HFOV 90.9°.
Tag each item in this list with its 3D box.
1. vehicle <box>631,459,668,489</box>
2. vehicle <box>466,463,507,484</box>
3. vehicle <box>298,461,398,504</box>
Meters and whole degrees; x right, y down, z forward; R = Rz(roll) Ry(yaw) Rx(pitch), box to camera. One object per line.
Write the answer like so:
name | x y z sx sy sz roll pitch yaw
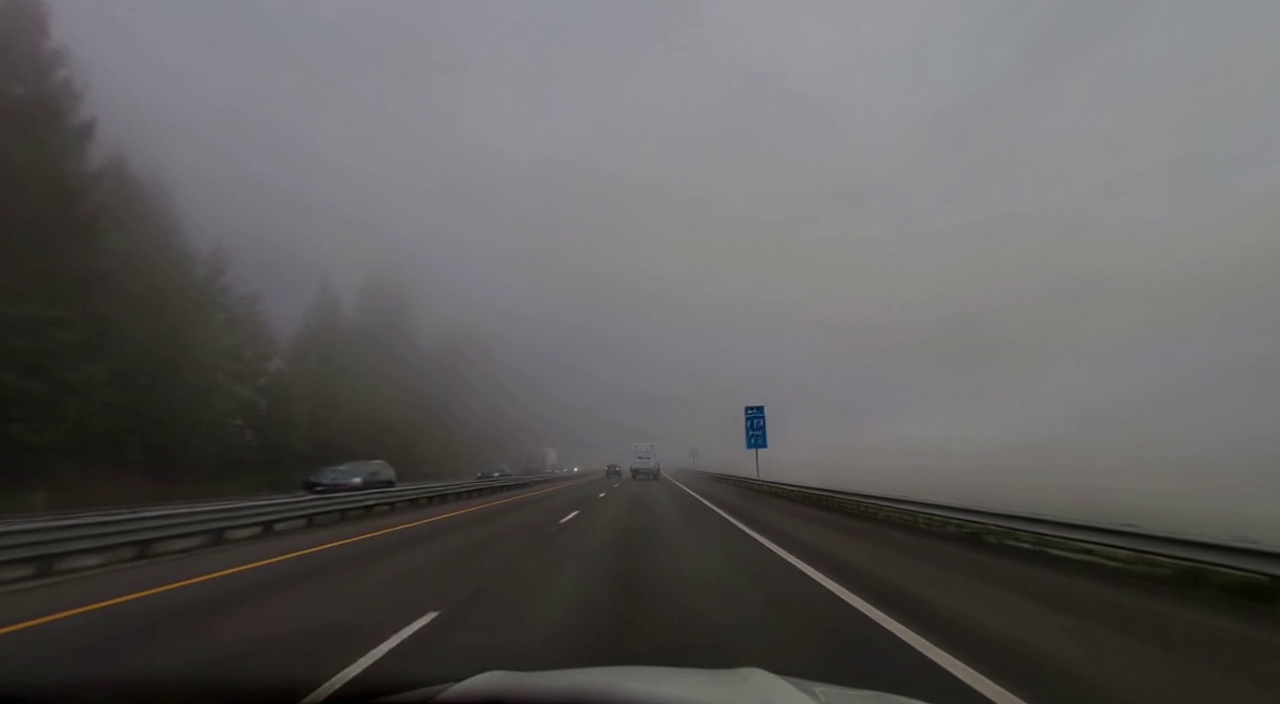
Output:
vehicle | 0.547 7.334 38.033 2.048 1.663 4.377 1 -10 0
vehicle | -11.927 9.496 49.280 1.883 1.486 4.813 0 -10 2
vehicle | -11.113 4.994 24.336 1.798 1.447 4.131 1 -10 1
